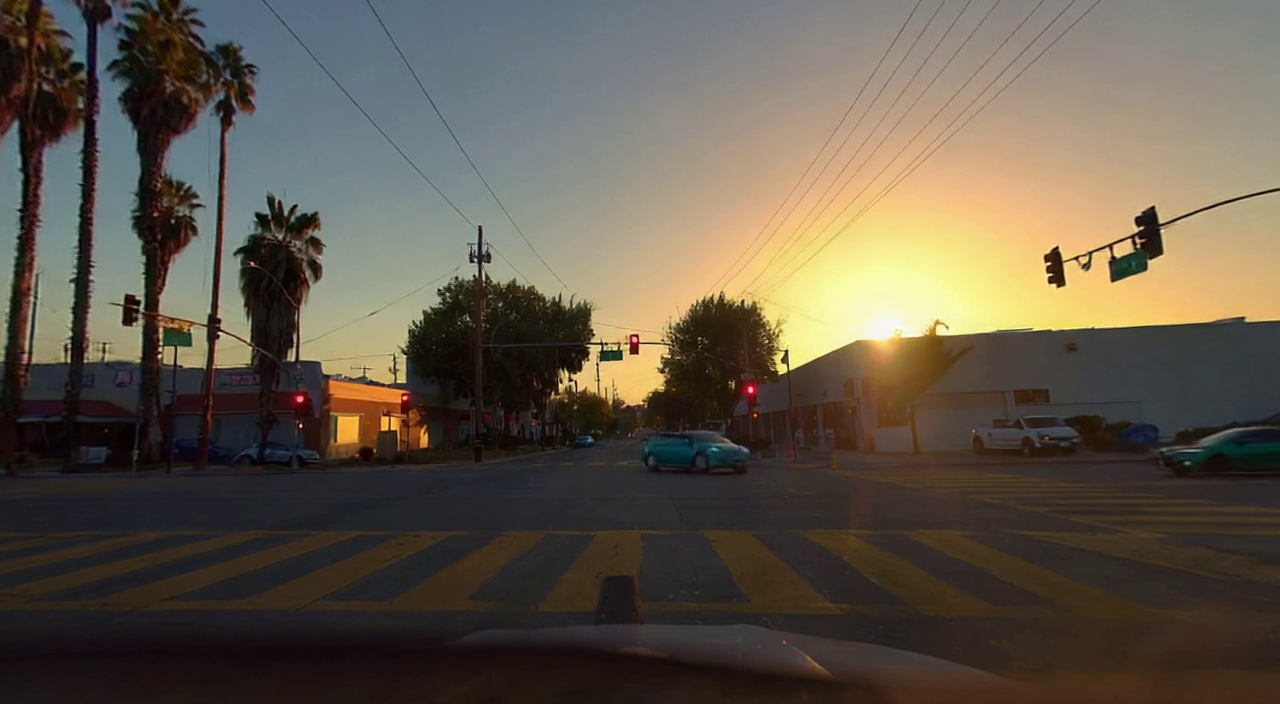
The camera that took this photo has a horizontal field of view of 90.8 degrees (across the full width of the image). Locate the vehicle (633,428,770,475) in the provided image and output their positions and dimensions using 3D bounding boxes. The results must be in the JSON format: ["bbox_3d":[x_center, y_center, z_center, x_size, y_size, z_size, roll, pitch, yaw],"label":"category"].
[{"bbox_3d":[2.043,3.557,22.785,2.223,1.490,5.094,5,-10,-32],"label":"vehicle"}]

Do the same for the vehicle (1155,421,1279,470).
[{"bbox_3d":[20.035,3.007,20.356,4.918,1.479,1.897,-1,-9,9],"label":"vehicle"}]

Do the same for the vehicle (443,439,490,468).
[{"bbox_3d":[-11.936,6.998,43.749,2.016,1.717,4.287,-1,-6,1],"label":"vehicle"}]

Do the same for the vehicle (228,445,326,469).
[{"bbox_3d":[-22.276,6.433,38.857,4.849,1.444,1.881,0,-8,1],"label":"vehicle"}]

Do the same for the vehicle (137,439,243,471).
[{"bbox_3d":[-25.889,5.931,36.469,4.613,1.820,2.021,-1,-9,3],"label":"vehicle"}]
